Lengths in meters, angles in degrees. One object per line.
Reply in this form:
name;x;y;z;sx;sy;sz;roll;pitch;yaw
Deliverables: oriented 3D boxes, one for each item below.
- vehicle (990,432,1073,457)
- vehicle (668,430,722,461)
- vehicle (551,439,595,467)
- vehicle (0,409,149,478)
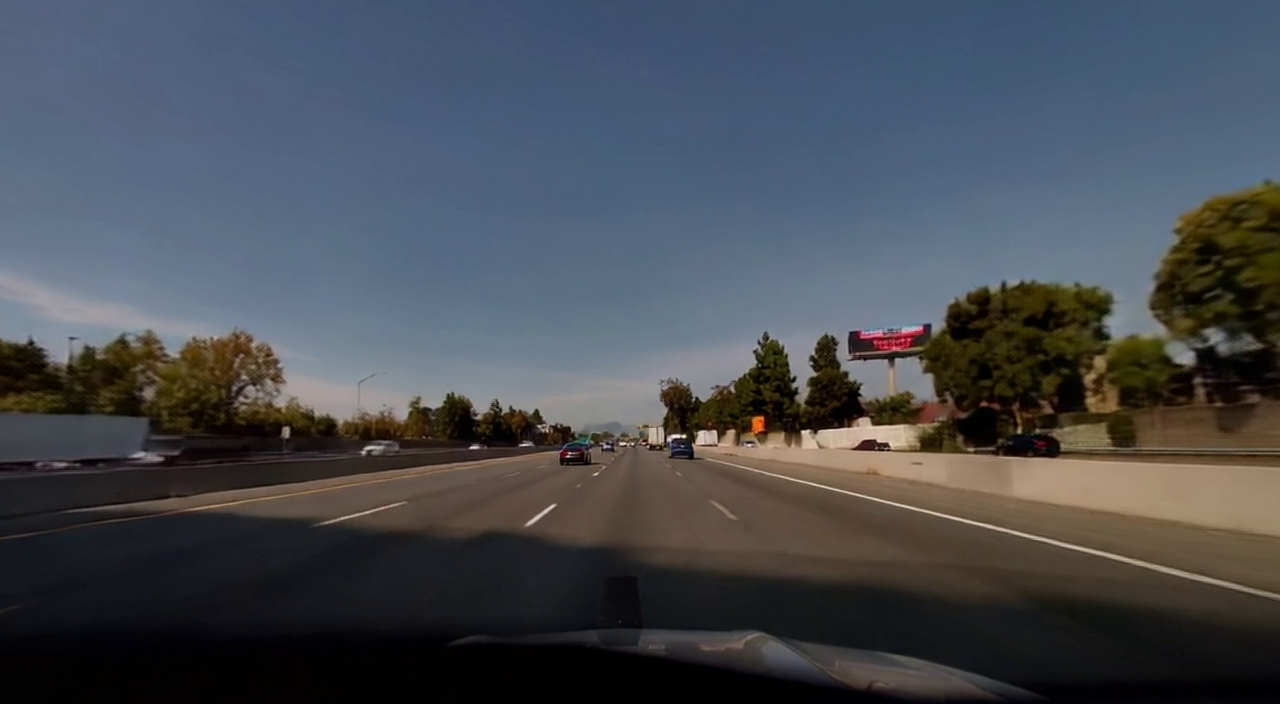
vehicle;30.750;7.300;49.613;2.139;1.881;5.005;4;-10;-28
vehicle;3.870;7.057;47.524;3.042;2.004;14.051;0;-8;1
vehicle;-3.717;5.703;35.754;2.066;1.500;4.415;0;-8;0
vehicle;-39.600;5.993;41.037;3.197;4.032;16.898;1;-9;-6
